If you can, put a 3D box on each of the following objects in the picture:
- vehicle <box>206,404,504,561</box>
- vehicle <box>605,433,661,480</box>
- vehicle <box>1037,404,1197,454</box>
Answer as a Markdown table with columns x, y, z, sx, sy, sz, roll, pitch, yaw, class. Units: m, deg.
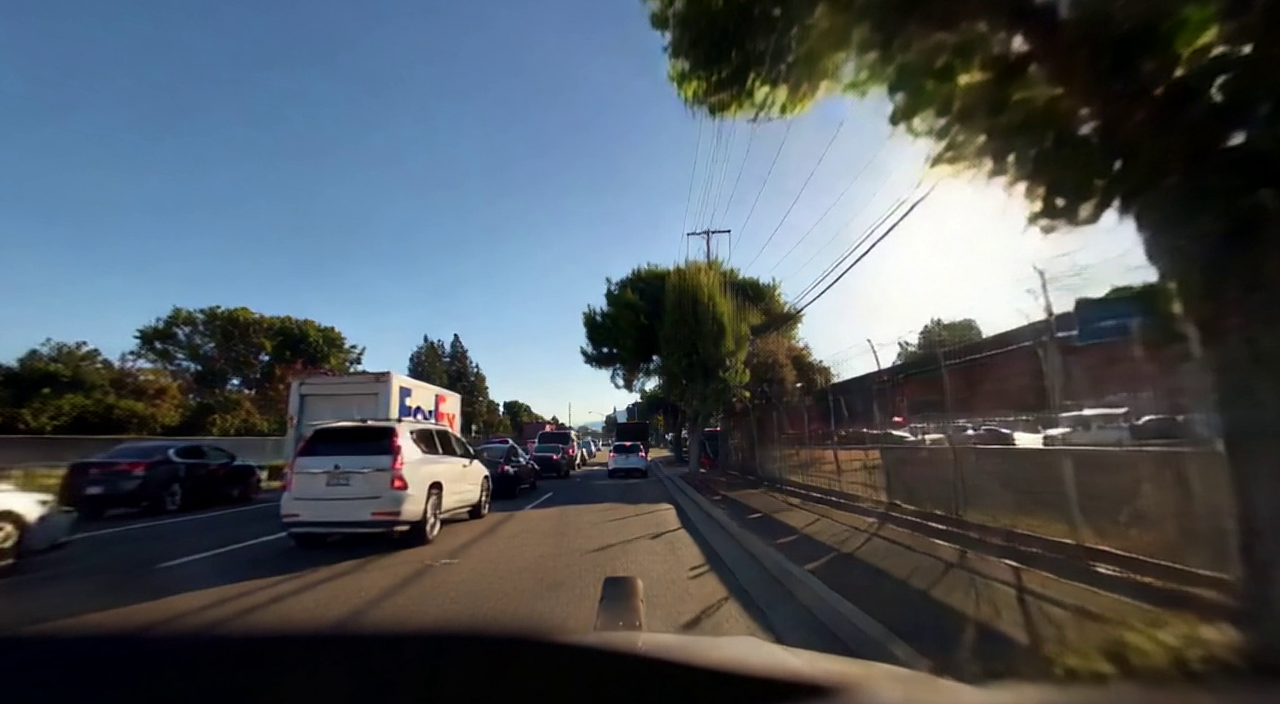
| x | y | z | sx | sy | sz | roll | pitch | yaw | class |
| --- | --- | --- | --- | --- | --- | --- | --- | --- | --- |
| -3.840 | 1.872 | 9.781 | 2.263 | 1.803 | 4.868 | 0 | -8 | 1 | vehicle |
| -0.300 | 4.111 | 25.031 | 2.055 | 1.671 | 4.147 | 0 | -8 | -1 | vehicle |
| 32.683 | 5.337 | 43.291 | 8.848 | 3.271 | 2.774 | 0 | -9 | -5 | vehicle |
